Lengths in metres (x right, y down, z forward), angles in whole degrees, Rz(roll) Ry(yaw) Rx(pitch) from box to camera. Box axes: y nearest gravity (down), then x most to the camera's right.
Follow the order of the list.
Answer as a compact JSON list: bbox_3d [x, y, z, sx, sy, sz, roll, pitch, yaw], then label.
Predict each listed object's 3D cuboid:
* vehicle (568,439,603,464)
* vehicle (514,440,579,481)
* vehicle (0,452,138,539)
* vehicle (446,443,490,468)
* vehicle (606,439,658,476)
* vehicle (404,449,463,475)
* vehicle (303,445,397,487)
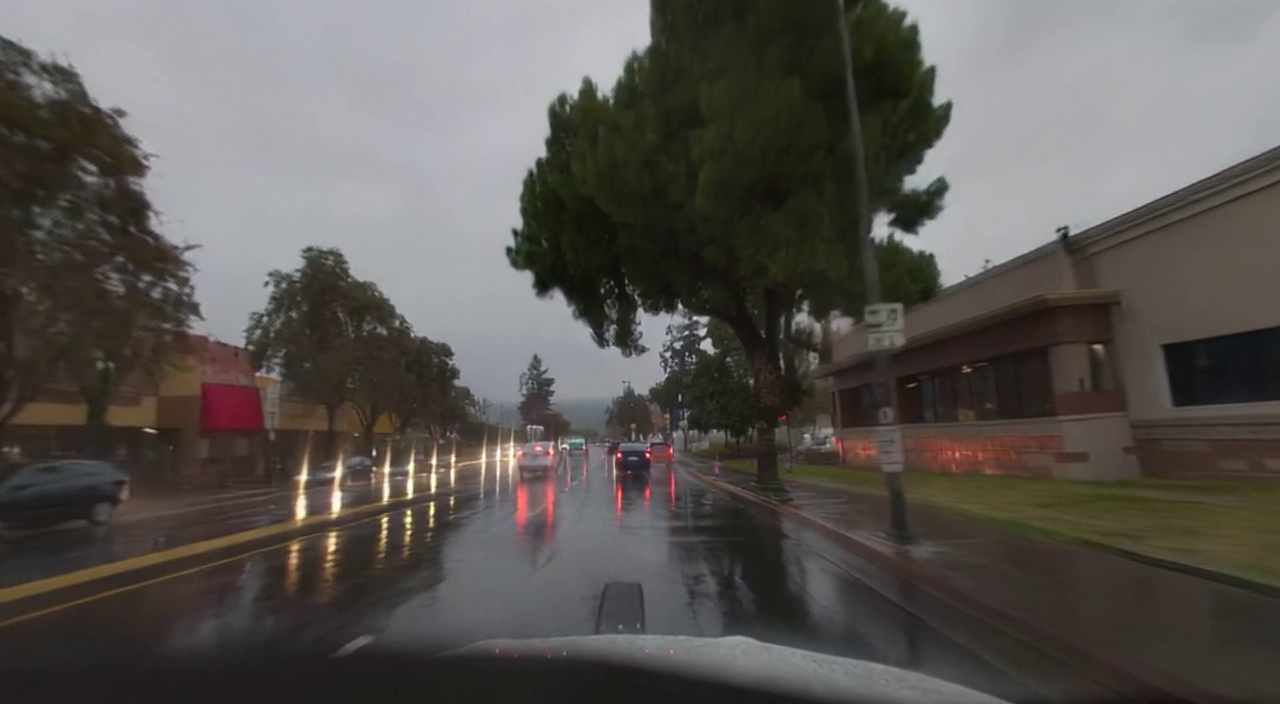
[{"bbox_3d":[-3.497,6.486,41.253,1.887,1.517,4.254,0,-8,1],"label":"vehicle"},{"bbox_3d":[-3.562,4.220,24.847,1.921,1.477,4.083,0,-8,0],"label":"vehicle"},{"bbox_3d":[-13.577,3.071,13.609,1.936,1.656,4.284,-3,-8,1],"label":"vehicle"},{"bbox_3d":[-12.505,7.561,46.202,1.986,1.712,4.399,0,-8,1],"label":"vehicle"},{"bbox_3d":[-0.380,4.563,27.570,2.085,1.475,3.976,0,-8,-2],"label":"vehicle"},{"bbox_3d":[-12.515,6.667,38.631,1.909,1.462,4.608,-1,-8,3],"label":"vehicle"},{"bbox_3d":[-13.078,5.130,28.881,1.999,1.755,4.518,-1,-8,2],"label":"vehicle"}]
